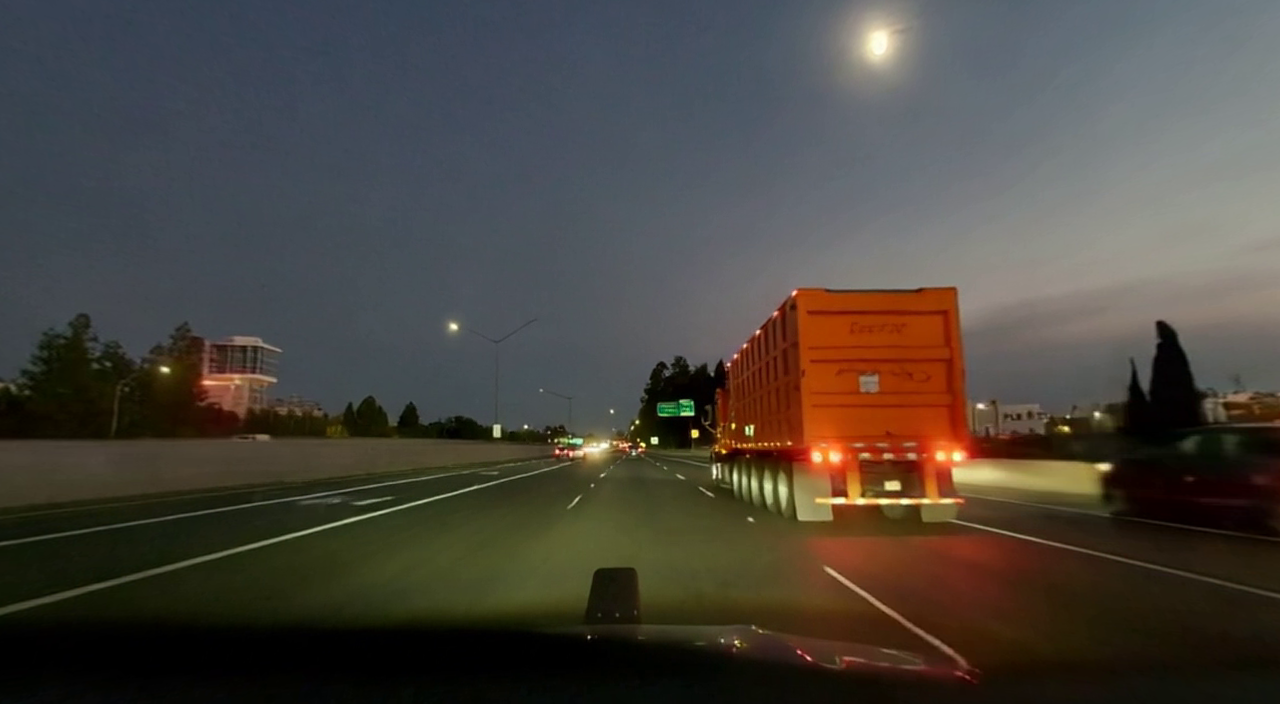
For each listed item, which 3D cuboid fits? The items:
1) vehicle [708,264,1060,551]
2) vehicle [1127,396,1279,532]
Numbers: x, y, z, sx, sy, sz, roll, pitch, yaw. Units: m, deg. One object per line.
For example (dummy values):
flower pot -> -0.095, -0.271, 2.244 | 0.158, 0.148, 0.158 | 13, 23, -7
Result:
vehicle -> 3.557, 1.425, 13.162 | 2.966, 3.586, 10.563 | 0, -9, -1
vehicle -> 10.894, 1.715, 9.681 | 2.286, 2.044, 5.722 | 0, -9, 0
